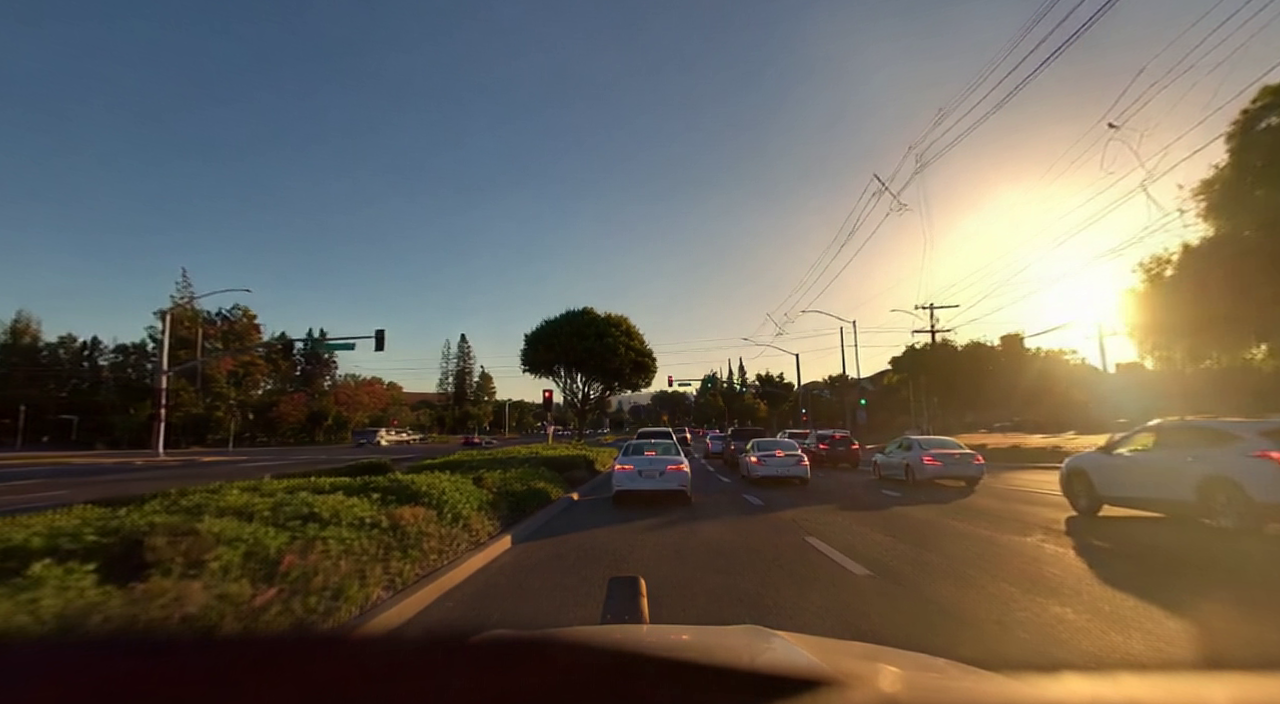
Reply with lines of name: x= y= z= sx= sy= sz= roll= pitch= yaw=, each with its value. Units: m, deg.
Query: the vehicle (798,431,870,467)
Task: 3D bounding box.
vehicle: x=8.972 y=4.527 z=29.572 sx=1.966 sy=1.536 sz=4.666 roll=0 pitch=-8 yaw=1

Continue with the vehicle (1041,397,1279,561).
vehicle: x=8.251 y=1.655 z=8.658 sx=2.195 sy=1.802 sz=5.051 roll=0 pitch=-8 yaw=1

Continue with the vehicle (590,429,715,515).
vehicle: x=0.261 y=2.451 z=13.422 sx=2.208 sy=1.498 sz=4.401 roll=0 pitch=-8 yaw=1

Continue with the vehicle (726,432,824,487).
vehicle: x=3.951 y=3.239 z=19.243 sx=2.028 sy=1.454 sz=4.531 roll=0 pitch=-8 yaw=1

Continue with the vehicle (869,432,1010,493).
vehicle: x=8.165 y=3.044 z=17.710 sx=1.905 sy=1.483 sz=4.469 roll=-1 pitch=-8 yaw=2
